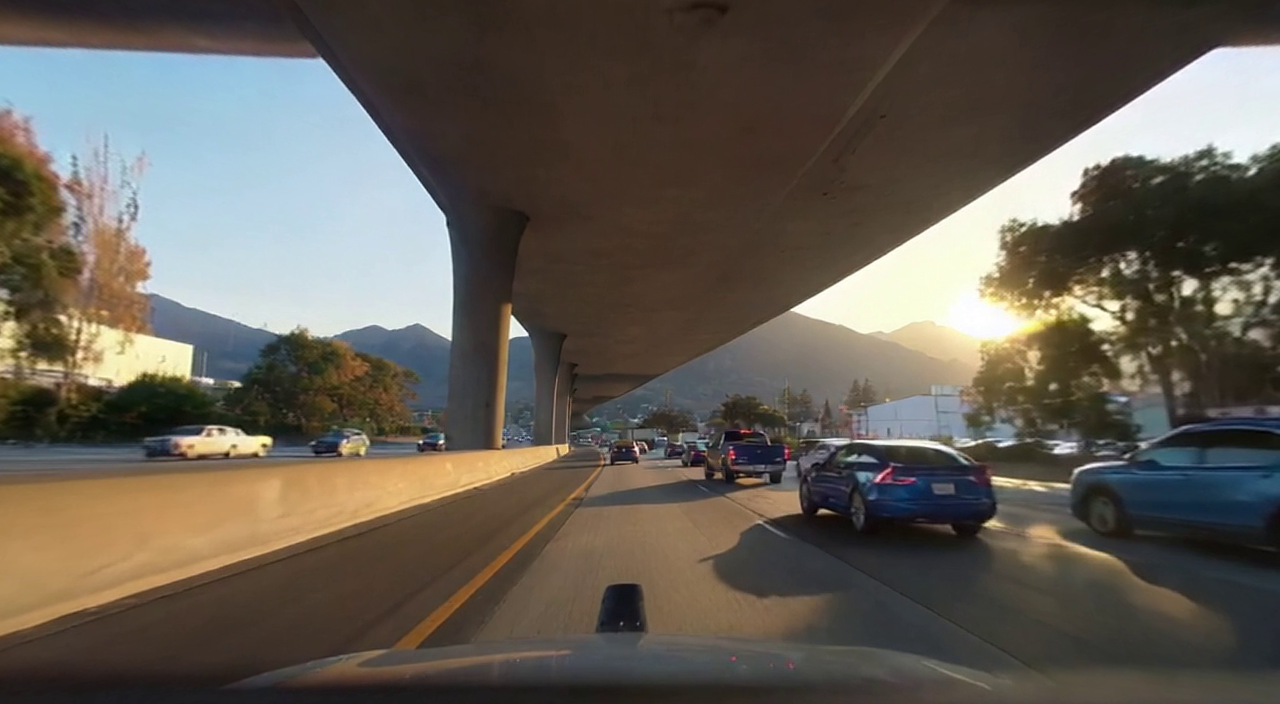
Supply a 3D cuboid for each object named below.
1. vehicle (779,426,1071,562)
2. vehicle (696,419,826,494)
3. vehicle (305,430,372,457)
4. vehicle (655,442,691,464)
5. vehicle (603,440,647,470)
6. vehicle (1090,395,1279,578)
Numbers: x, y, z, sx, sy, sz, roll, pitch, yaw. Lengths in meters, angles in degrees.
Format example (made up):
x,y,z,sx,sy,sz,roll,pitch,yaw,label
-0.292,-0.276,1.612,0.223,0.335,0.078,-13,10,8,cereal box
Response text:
x,y,z,sx,sy,sz,roll,pitch,yaw,label
3.760,1.968,9.630,2.048,1.497,4.952,0,-9,-1,vehicle
3.699,3.451,21.253,2.747,2.061,7.011,0,-9,-2,vehicle
-19.623,5.979,41.364,2.111,1.654,4.790,0,-9,-2,vehicle
2.324,7.298,45.920,2.057,1.517,4.538,0,-9,-4,vehicle
-0.840,5.690,35.161,2.266,1.549,3.978,0,-8,-2,vehicle
7.783,1.344,6.223,2.210,1.884,5.878,0,-9,-2,vehicle
